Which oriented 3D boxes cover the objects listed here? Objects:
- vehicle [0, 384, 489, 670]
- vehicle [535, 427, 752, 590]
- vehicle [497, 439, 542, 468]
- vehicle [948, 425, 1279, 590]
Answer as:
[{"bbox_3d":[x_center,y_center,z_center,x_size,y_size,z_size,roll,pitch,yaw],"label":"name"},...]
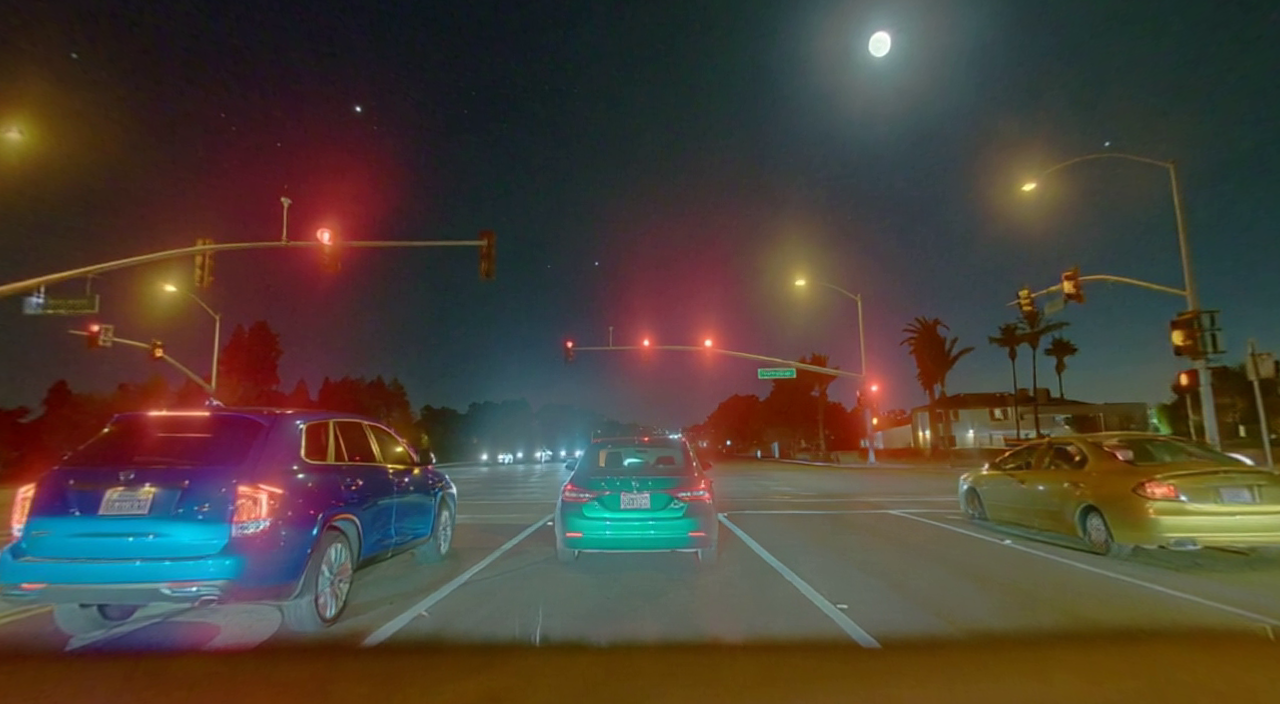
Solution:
[{"bbox_3d":[-3.103,1.367,6.070,2.051,1.682,4.467,0,-8,2],"label":"vehicle"},{"bbox_3d":[-0.001,1.702,7.725,1.942,1.445,3.973,0,-8,-1],"label":"vehicle"},{"bbox_3d":[-7.936,6.703,42.025,2.130,1.810,4.450,-2,-8,1],"label":"vehicle"},{"bbox_3d":[6.093,1.761,8.095,1.970,1.489,4.482,0,-8,-1],"label":"vehicle"}]
